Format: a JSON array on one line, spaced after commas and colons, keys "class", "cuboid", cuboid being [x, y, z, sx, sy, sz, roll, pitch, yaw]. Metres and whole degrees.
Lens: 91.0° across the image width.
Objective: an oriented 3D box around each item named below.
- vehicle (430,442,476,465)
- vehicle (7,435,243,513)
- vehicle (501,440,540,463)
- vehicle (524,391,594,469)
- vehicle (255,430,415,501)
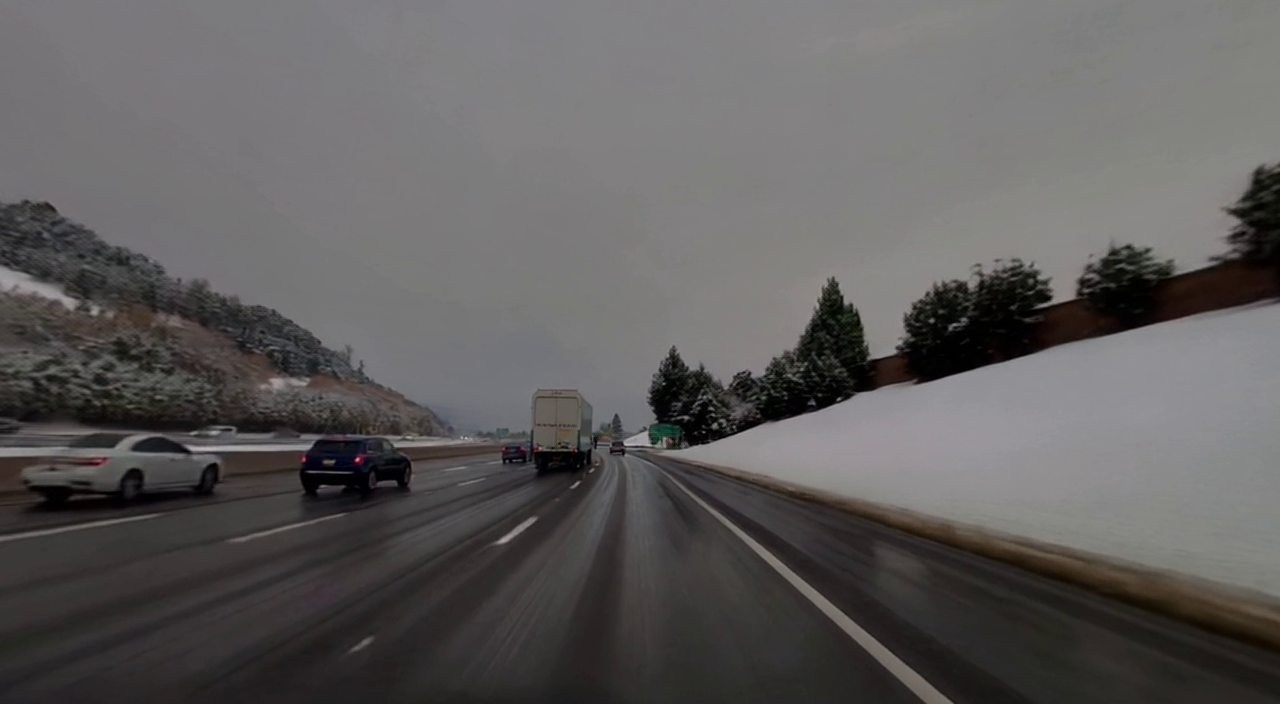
[{"class": "vehicle", "cuboid": [-12.593, 6.856, 42.662, 1.868, 1.454, 4.290, 1, -9, -1]}, {"class": "vehicle", "cuboid": [-11.383, 2.688, 14.387, 1.908, 1.491, 4.048, 1, -9, 0]}, {"class": "vehicle", "cuboid": [-9.046, 7.563, 48.030, 2.128, 1.658, 4.443, 1, -9, -1]}, {"class": "vehicle", "cuboid": [-4.752, 5.115, 39.870, 2.880, 4.025, 14.064, 1, -8, -1]}, {"class": "vehicle", "cuboid": [-8.159, 3.071, 17.455, 2.099, 1.644, 4.638, 1, -9, 0]}]
